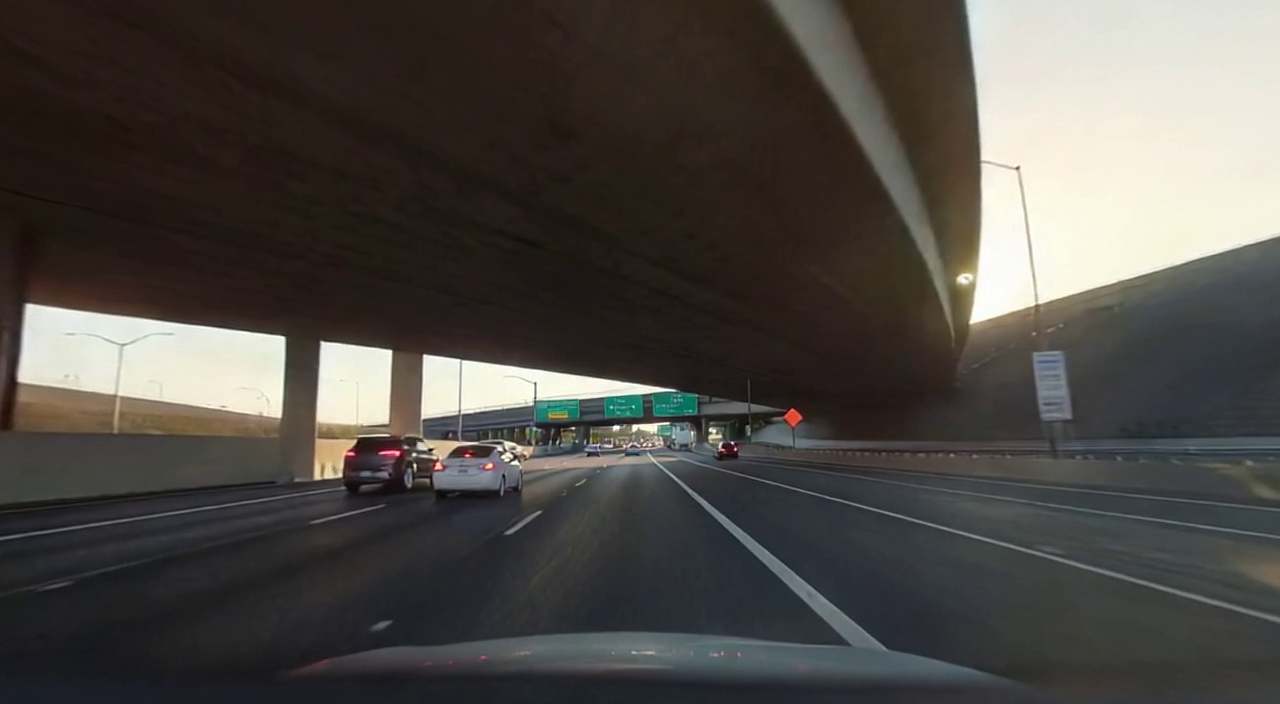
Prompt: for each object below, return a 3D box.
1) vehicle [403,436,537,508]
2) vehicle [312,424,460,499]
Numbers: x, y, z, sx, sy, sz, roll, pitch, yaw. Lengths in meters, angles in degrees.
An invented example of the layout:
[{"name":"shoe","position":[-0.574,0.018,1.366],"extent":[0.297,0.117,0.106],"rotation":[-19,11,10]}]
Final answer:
[{"name":"vehicle","position":[-4.009,2.900,15.799],"extent":[2.051,1.516,4.493],"rotation":[0,-8,1]},{"name":"vehicle","position":[-7.156,3.161,18.589],"extent":[2.208,1.876,5.088],"rotation":[0,-8,0]}]
